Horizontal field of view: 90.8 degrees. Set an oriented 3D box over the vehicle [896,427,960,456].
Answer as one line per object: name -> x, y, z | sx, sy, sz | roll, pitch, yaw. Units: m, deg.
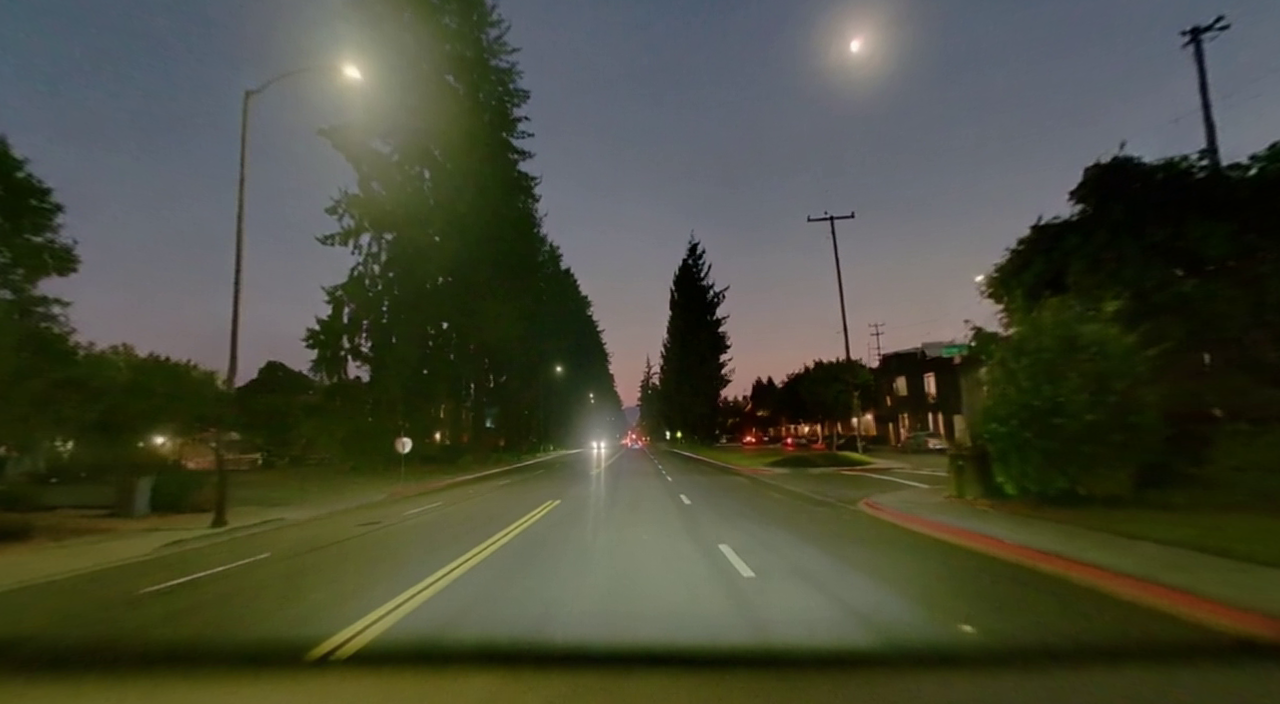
vehicle -> 18.209, 5.745, 40.217 | 1.936, 1.722, 4.562 | 0, -9, 1
